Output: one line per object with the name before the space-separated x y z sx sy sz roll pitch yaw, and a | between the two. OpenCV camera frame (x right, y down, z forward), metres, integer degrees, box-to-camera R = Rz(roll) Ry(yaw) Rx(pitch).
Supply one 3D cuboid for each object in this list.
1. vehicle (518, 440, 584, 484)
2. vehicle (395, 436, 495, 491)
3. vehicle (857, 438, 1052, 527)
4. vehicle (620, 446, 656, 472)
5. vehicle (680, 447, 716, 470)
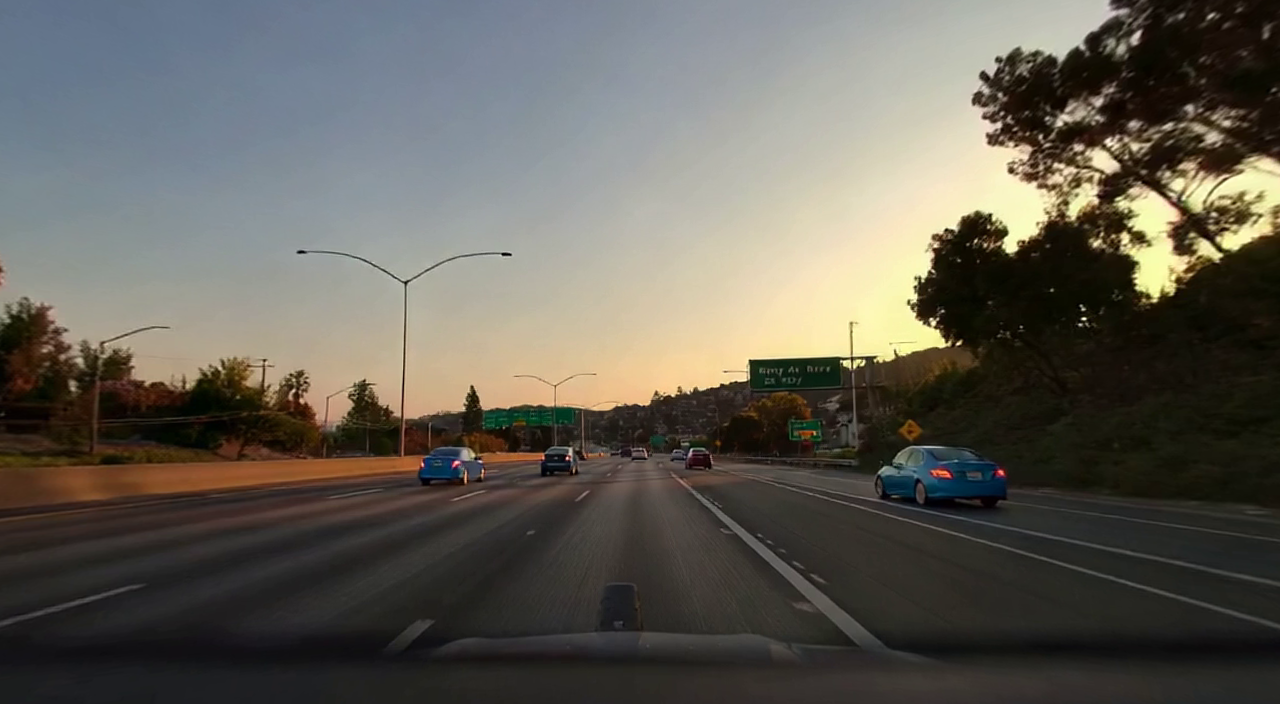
vehicle | -3.584 4.509 26.147 2.091 1.664 4.157 0 -9 1
vehicle | -6.712 3.876 22.284 2.112 1.721 4.381 0 -9 0
vehicle | 6.503 2.711 13.759 1.981 1.587 4.519 0 -9 1
vehicle | -0.116 6.732 39.798 2.166 1.496 4.158 0 -9 0
vehicle | 3.949 7.336 43.615 2.077 1.527 4.553 0 -9 0
